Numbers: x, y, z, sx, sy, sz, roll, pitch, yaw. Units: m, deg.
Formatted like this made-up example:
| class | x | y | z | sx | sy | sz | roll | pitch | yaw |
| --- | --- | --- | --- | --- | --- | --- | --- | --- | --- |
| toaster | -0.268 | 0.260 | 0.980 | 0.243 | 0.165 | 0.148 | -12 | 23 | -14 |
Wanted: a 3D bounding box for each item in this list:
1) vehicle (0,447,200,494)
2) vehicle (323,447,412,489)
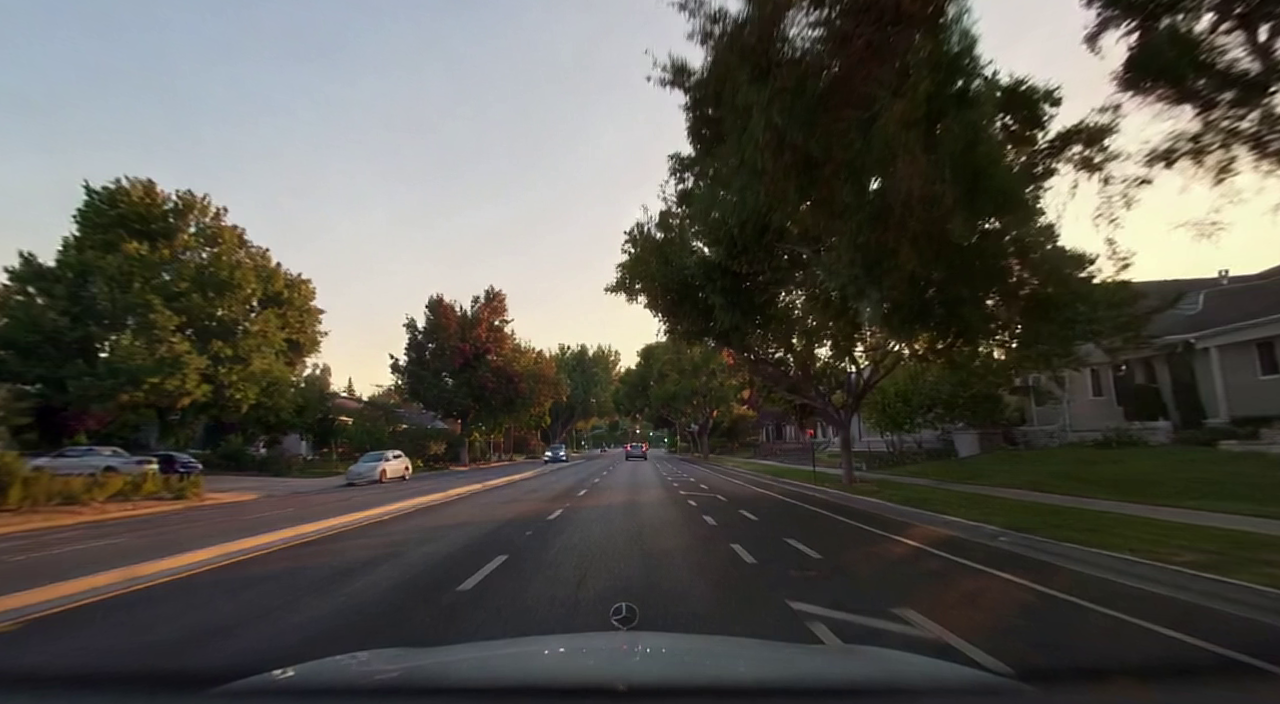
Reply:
| class | x | y | z | sx | sy | sz | roll | pitch | yaw |
| --- | --- | --- | --- | --- | --- | --- | --- | --- | --- |
| vehicle | -19.334 | 4.251 | 22.764 | 5.009 | 1.557 | 2.264 | 2 | -9 | -9 |
| vehicle | -12.358 | 5.243 | 28.911 | 2.098 | 1.740 | 4.449 | 0 | -9 | -1 |
